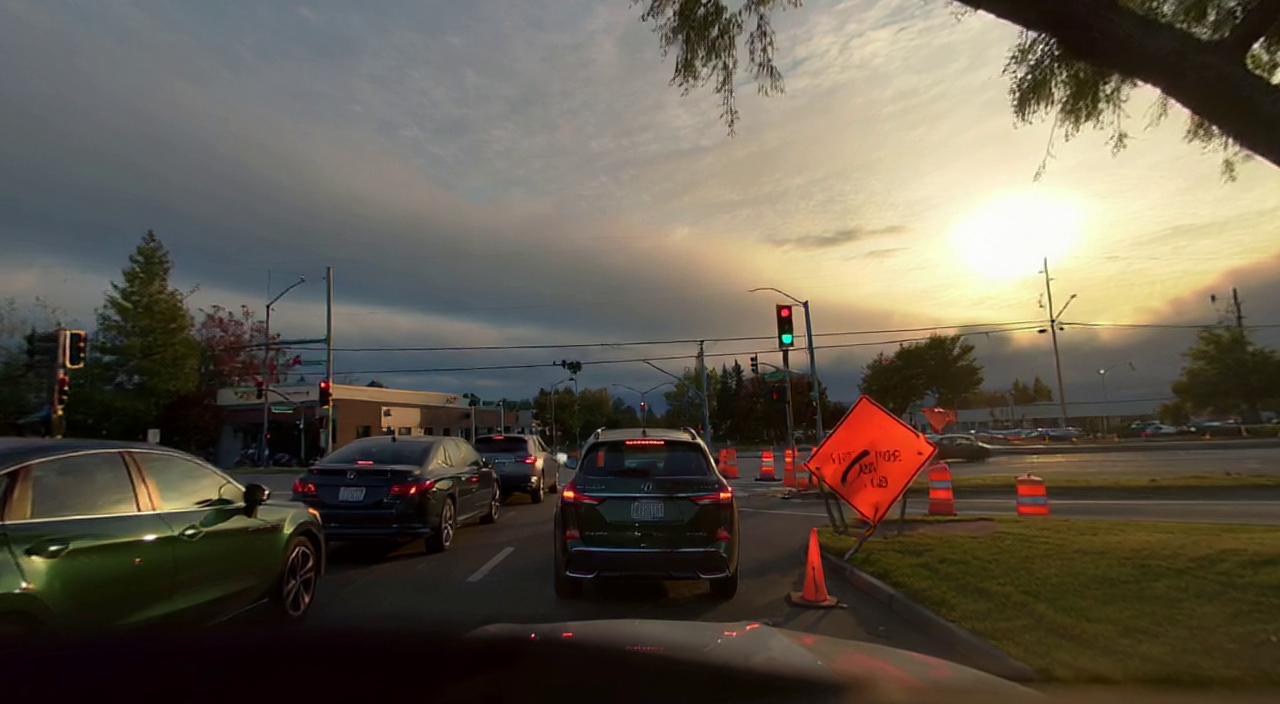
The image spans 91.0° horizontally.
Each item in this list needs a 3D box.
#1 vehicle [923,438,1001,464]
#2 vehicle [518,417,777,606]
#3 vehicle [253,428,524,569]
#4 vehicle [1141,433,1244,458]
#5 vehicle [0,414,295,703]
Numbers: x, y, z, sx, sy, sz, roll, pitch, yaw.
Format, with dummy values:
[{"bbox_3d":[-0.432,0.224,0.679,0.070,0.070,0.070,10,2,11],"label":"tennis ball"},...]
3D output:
[{"bbox_3d":[20.812,6.399,40.801,4.051,1.583,1.794,0,-9,1],"label":"vehicle"},{"bbox_3d":[0.108,1.623,7.216,2.167,1.560,3.676,0,-9,1],"label":"vehicle"},{"bbox_3d":[-3.266,2.002,9.452,1.989,1.541,4.626,0,-9,2],"label":"vehicle"},{"bbox_3d":[35.813,6.087,40.896,4.807,1.504,1.837,0,-9,1],"label":"vehicle"},{"bbox_3d":[-3.592,0.944,2.162,2.064,1.497,4.722,0,-9,1],"label":"vehicle"}]
